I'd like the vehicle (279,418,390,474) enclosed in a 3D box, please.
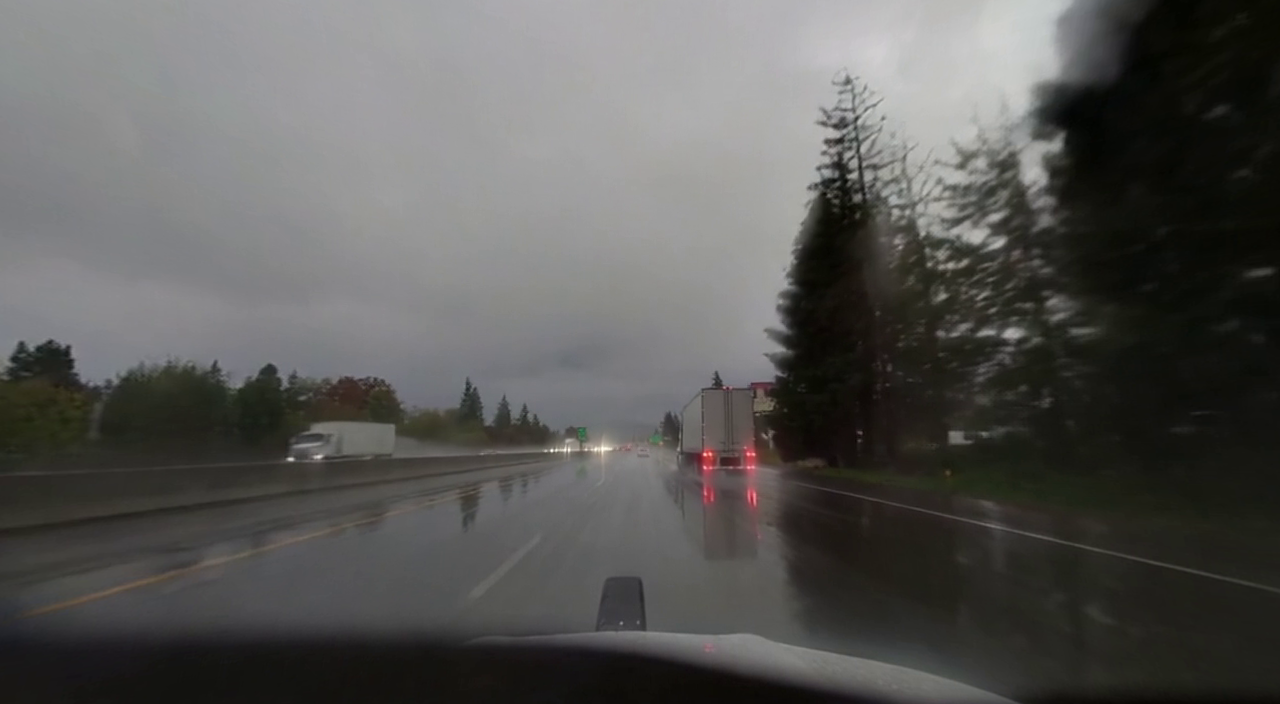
[{"bbox_3d":[-19.888,6.250,41.822,2.922,3.301,8.505,0,-9,1],"label":"vehicle"}]

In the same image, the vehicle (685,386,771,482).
[{"bbox_3d":[4.443,4.629,34.911,3.058,4.312,12.251,0,-8,0],"label":"vehicle"}]

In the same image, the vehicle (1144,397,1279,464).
[{"bbox_3d":[40.099,5.606,43.676,3.058,4.007,11.965,-2,-9,14],"label":"vehicle"}]
